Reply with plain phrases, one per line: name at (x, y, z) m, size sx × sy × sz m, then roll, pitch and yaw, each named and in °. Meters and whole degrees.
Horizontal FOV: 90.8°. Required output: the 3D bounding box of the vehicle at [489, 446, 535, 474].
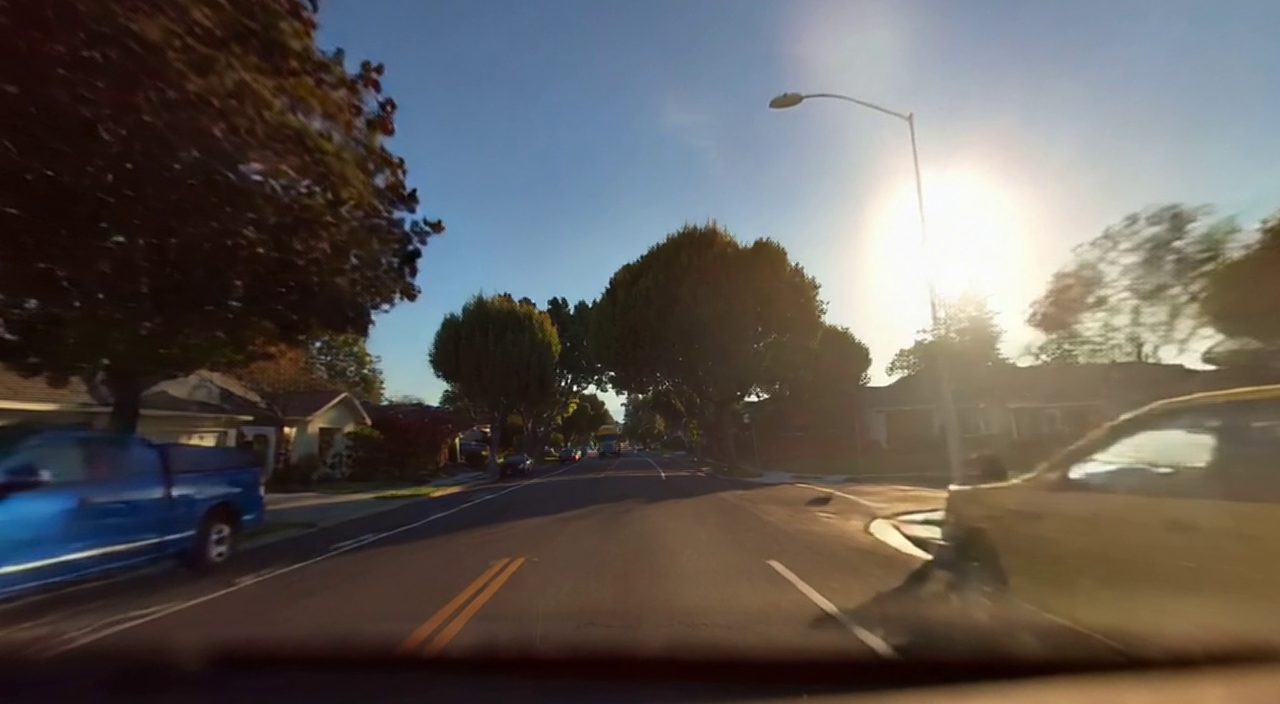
vehicle at (-8.739, 7.418, 43.632) m, size 2.119 × 1.775 × 4.643 m, roll 0°, pitch -9°, yaw 1°

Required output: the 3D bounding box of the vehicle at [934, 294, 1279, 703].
vehicle at (3.421, 0.696, 2.153) m, size 2.235 × 1.826 × 5.321 m, roll 0°, pitch -9°, yaw 0°

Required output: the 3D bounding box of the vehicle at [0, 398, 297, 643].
vehicle at (-6.567, 1.669, 6.930) m, size 2.302 × 2.059 × 5.758 m, roll 0°, pitch -9°, yaw 1°
